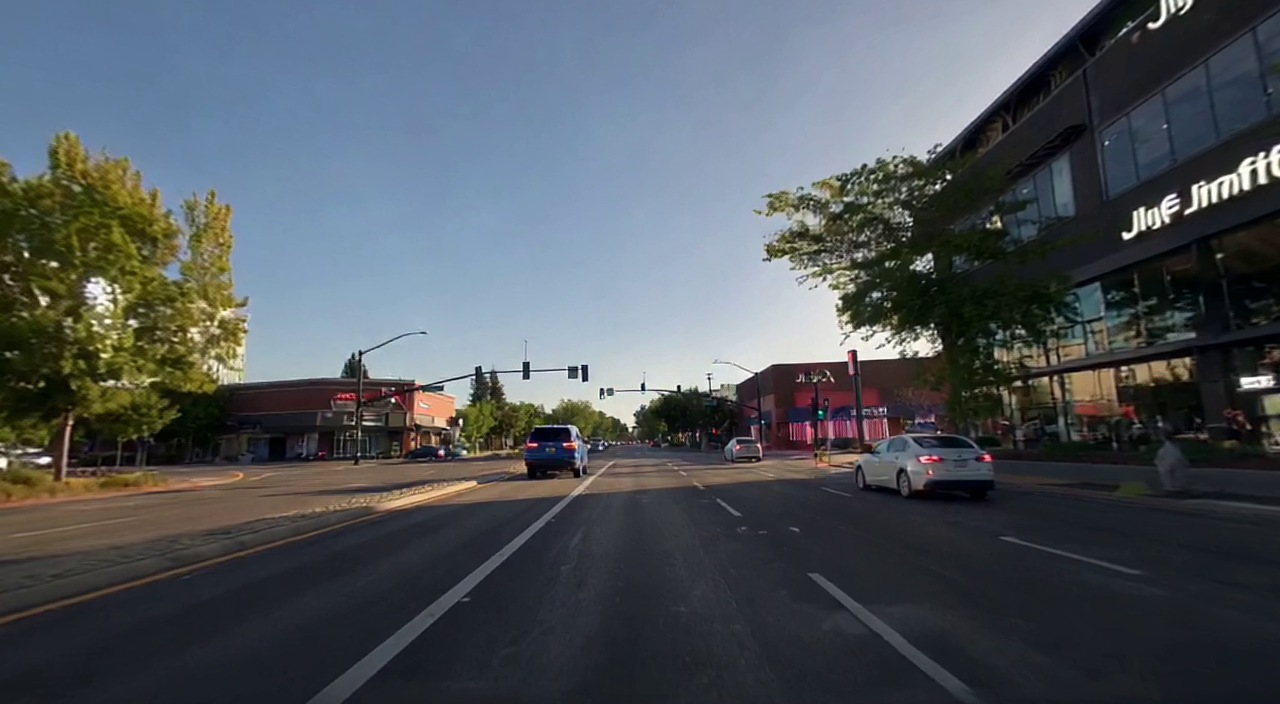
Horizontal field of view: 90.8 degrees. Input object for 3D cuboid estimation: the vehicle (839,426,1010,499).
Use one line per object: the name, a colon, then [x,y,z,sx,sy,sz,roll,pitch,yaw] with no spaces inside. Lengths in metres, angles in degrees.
vehicle: [6.797,2.702,15.852,2.014,1.539,4.852,0,-8,0]

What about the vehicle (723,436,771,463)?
vehicle: [6.419,5.896,38.372,1.972,1.476,4.775,0,-8,-2]

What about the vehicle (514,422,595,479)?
vehicle: [-3.047,3.669,23.670,2.313,1.883,5.016,0,-8,0]
